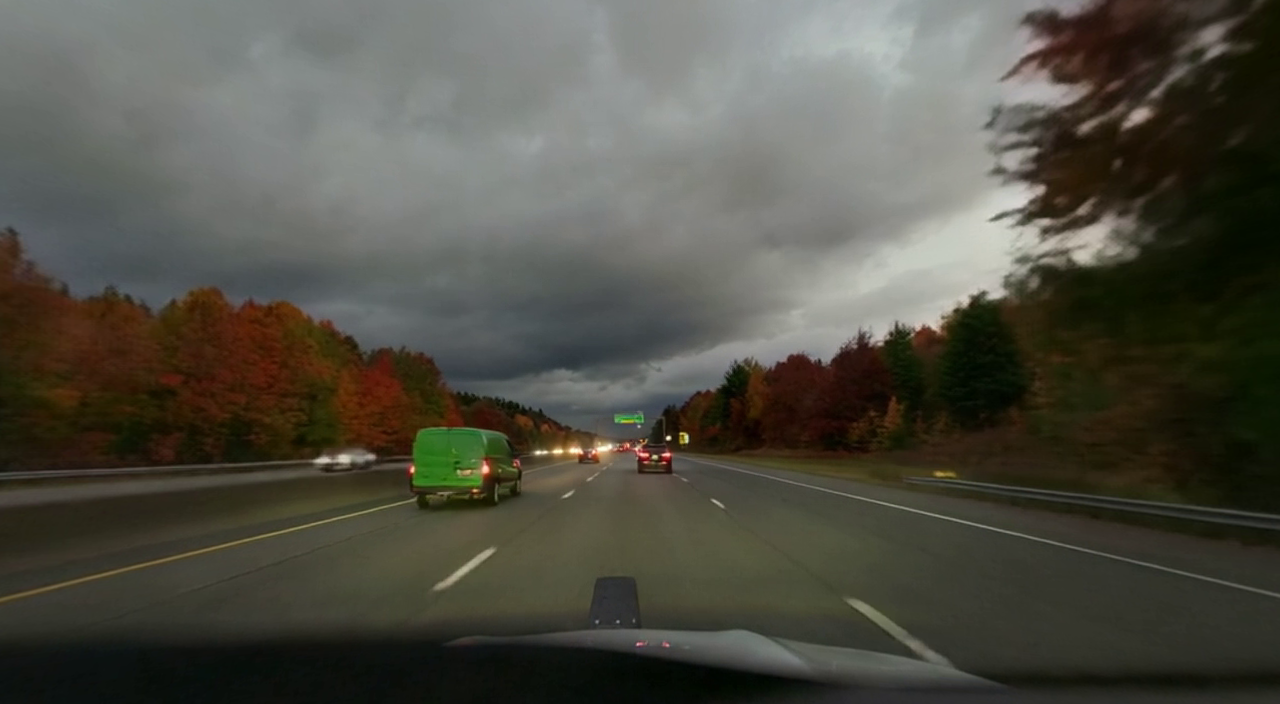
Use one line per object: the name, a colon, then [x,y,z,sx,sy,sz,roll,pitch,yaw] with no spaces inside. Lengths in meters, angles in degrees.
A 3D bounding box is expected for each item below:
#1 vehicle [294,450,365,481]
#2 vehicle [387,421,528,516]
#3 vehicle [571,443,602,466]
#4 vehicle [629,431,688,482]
vehicle: [-16.781,6.125,34.069,1.845,1.515,3.851,0,-9,0]
vehicle: [-3.846,2.538,14.006,2.021,1.790,3.907,0,-9,-1]
vehicle: [-4.198,8.146,49.908,2.088,1.688,4.365,0,-9,-1]
vehicle: [0.690,4.405,26.608,2.179,1.930,4.538,0,-9,-2]
